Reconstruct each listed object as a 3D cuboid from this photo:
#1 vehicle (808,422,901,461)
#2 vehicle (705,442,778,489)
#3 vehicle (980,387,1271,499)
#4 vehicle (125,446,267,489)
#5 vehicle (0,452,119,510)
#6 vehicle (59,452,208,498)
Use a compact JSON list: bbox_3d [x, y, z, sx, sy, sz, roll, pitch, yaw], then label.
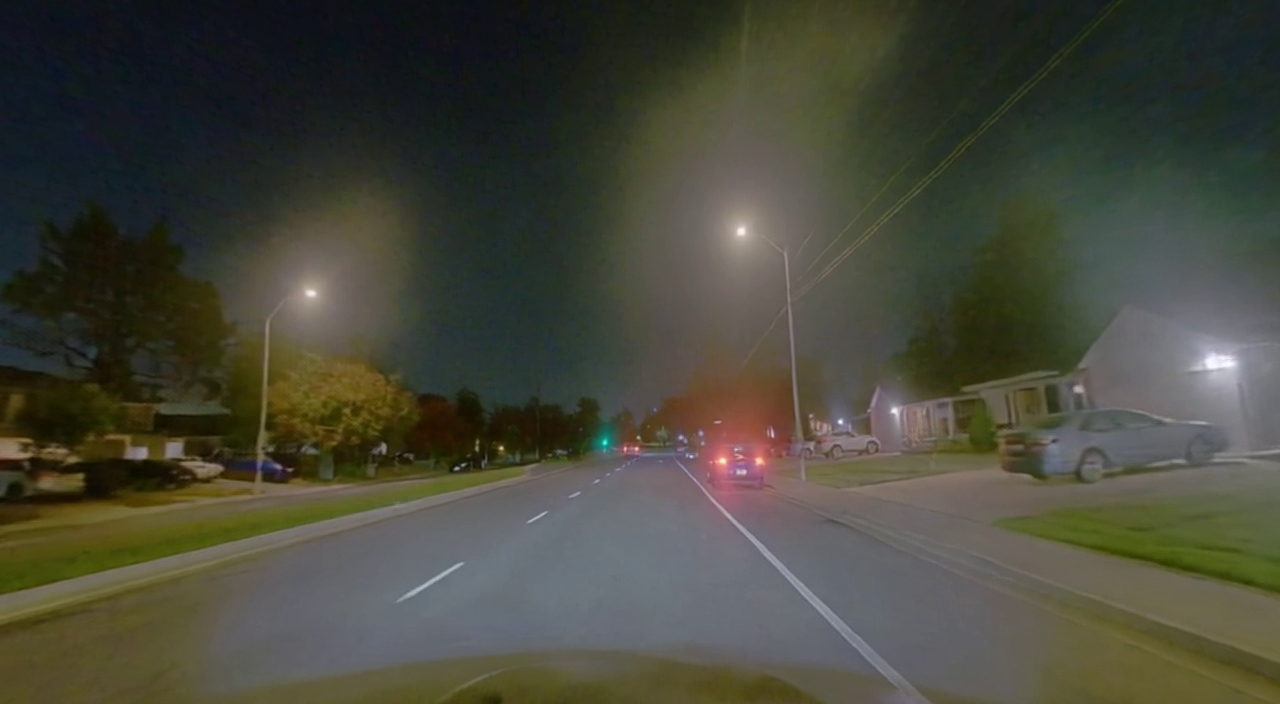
[{"bbox_3d":[11.445,4.752,33.638,4.591,1.867,2.057,3,-11,-30],"label":"vehicle"},{"bbox_3d":[3.429,3.915,22.155,2.016,1.477,4.207,0,-8,2],"label":"vehicle"},{"bbox_3d":[10.026,1.881,13.308,4.463,1.765,1.960,-5,-8,-5],"label":"vehicle"},{"bbox_3d":[-21.117,5.503,30.241,4.912,1.936,2.355,0,-8,-2],"label":"vehicle"},{"bbox_3d":[-20.945,4.264,21.173,4.910,1.660,2.264,1,-9,3],"label":"vehicle"},{"bbox_3d":[-20.666,5.007,25.882,4.505,1.501,1.953,2,-9,6],"label":"vehicle"}]
